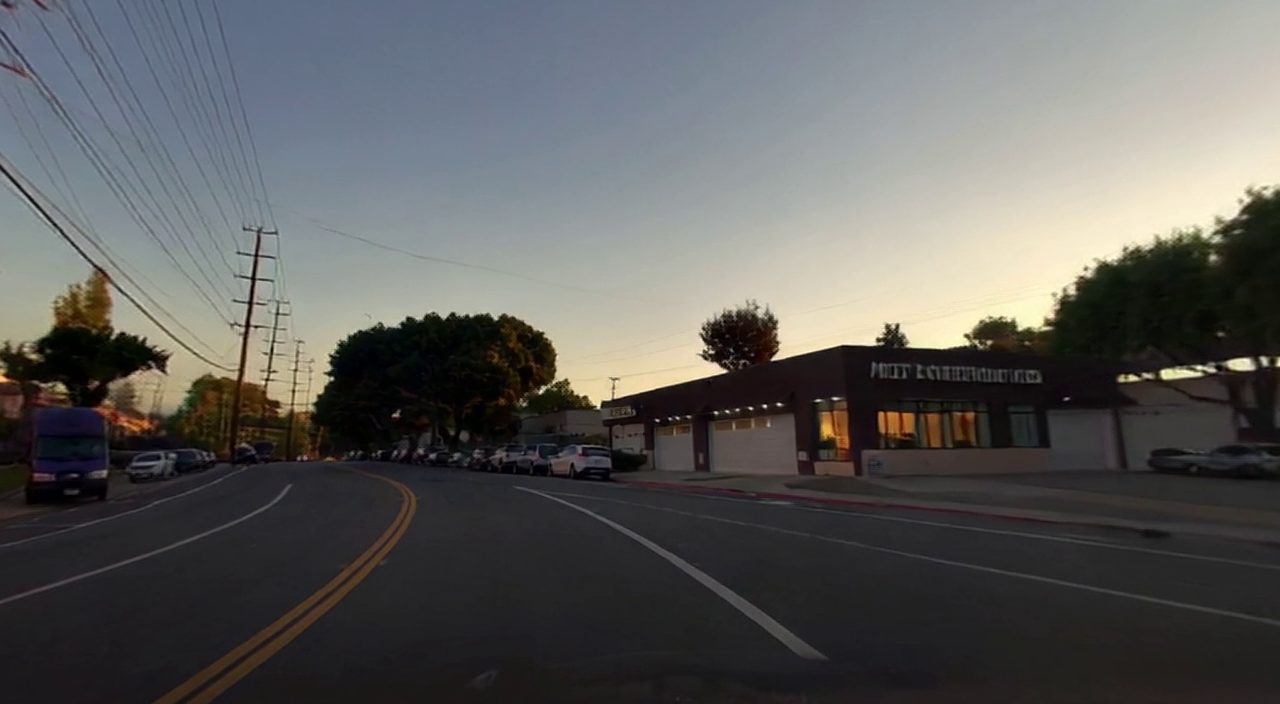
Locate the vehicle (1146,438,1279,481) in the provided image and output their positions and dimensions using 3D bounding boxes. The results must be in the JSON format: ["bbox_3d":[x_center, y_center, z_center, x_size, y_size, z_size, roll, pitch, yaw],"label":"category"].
[{"bbox_3d":[21.737,3.918,23.096,4.454,1.504,1.970,-1,-8,6],"label":"vehicle"}]

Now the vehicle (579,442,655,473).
[{"bbox_3d":[-1.165,5.699,34.218,2.074,1.526,4.853,-4,-9,26],"label":"vehicle"}]

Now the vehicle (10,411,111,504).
[{"bbox_3d":[-19.320,3.457,21.137,1.716,2.808,3.001,3,-8,-30],"label":"vehicle"}]
